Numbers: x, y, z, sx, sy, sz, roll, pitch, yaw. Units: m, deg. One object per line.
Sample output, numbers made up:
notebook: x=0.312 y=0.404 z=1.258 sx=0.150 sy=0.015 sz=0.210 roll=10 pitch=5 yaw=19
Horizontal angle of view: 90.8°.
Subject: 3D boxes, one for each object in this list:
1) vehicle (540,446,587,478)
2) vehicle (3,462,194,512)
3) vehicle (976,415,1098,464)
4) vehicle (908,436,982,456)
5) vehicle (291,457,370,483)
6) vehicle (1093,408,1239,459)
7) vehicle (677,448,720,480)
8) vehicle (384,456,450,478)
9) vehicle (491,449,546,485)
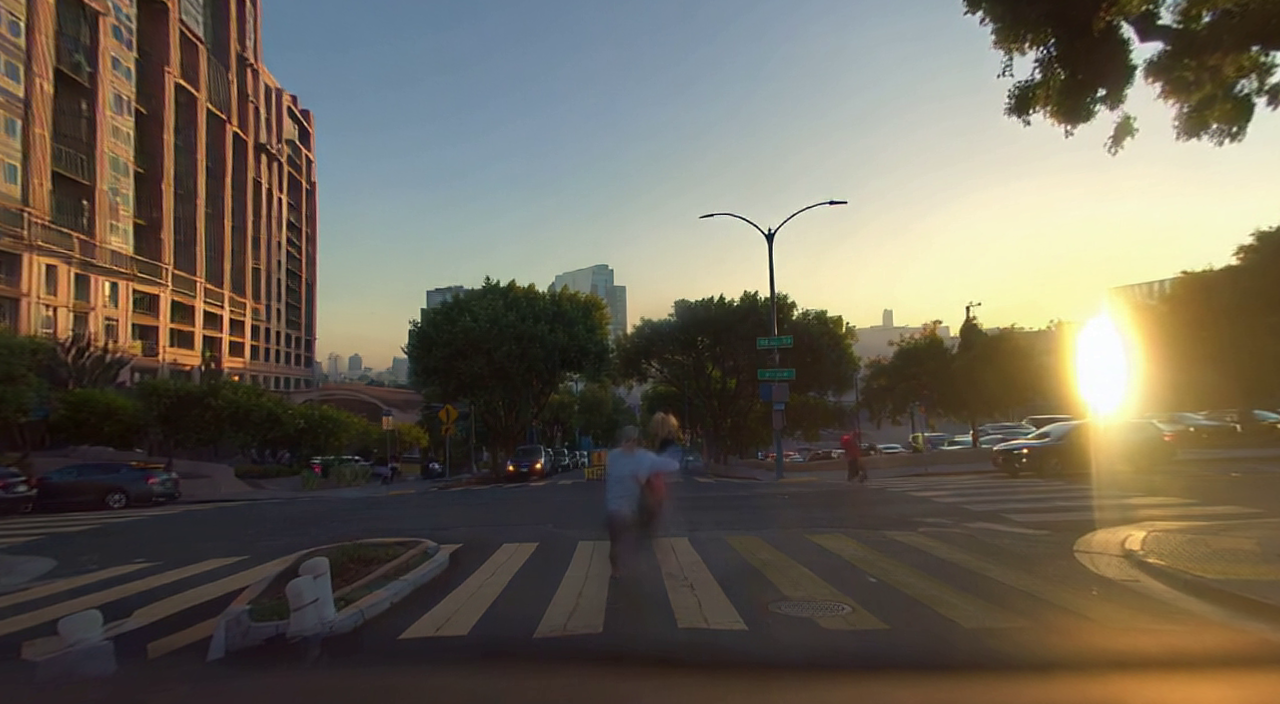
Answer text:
vehicle: x=-4.458 y=6.532 z=37.598 sx=2.102 sy=1.768 sz=4.290 roll=-1 pitch=-10 yaw=2
vehicle: x=-17.316 y=4.317 z=20.370 sx=4.439 sy=1.448 sz=1.793 roll=0 pitch=-9 yaw=0
vehicle: x=16.743 y=3.790 z=26.995 sx=2.041 sy=1.921 sz=4.574 roll=0 pitch=-9 yaw=-2
vehicle: x=23.013 y=7.086 z=47.770 sx=4.528 sy=1.475 sz=2.070 roll=0 pitch=-8 yaw=3
vehicle: x=-23.238 y=8.886 z=47.494 sx=4.844 sy=1.836 sz=2.117 roll=-1 pitch=-8 yaw=5
vehicle: x=22.304 y=3.531 z=27.142 sx=2.137 sy=1.962 sz=4.988 roll=-1 pitch=-8 yaw=3
vehicle: x=3.271 y=6.074 z=34.647 sx=1.942 sy=1.603 sz=3.785 roll=-1 pitch=-8 yaw=12
vehicle: x=-16.681 y=8.642 z=47.358 sx=4.203 sy=1.544 sz=1.889 roll=-1 pitch=-8 yaw=2
vehicle: x=-7.617 y=7.251 z=40.249 sx=2.193 sy=1.814 sz=5.061 roll=-9 pitch=-8 yaw=0
